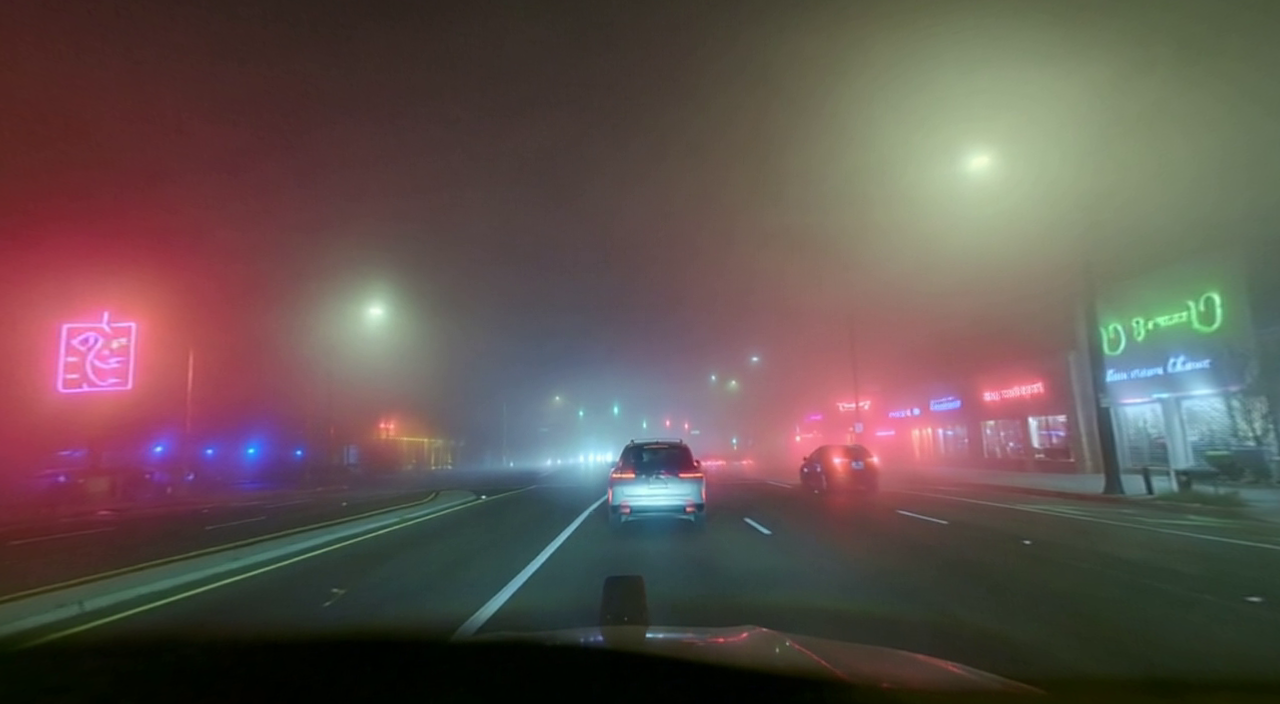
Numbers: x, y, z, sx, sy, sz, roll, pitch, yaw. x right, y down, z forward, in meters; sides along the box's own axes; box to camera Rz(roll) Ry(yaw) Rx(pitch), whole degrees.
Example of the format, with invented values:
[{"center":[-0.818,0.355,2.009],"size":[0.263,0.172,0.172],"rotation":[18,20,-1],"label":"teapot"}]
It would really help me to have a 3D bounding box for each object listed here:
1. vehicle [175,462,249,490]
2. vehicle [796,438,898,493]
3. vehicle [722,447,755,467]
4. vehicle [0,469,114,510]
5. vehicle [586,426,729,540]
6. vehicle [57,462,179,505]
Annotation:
[{"center":[-27.876,8.064,41.176],"size":[1.861,1.578,4.152],"rotation":[0,-8,1],"label":"vehicle"},{"center":[6.739,3.738,21.094],"size":[2.086,1.627,4.294],"rotation":[0,-8,2],"label":"vehicle"},{"center":[7.746,8.313,49.993],"size":[1.900,1.507,4.151],"rotation":[0,-8,0],"label":"vehicle"},{"center":[-28.724,6.749,31.235],"size":[2.018,1.716,4.042],"rotation":[-2,-10,-5],"label":"vehicle"},{"center":[0.240,2.240,11.396],"size":[2.125,1.669,3.880],"rotation":[0,-8,-1],"label":"vehicle"},{"center":[-25.865,6.490,31.500],"size":[2.026,1.808,4.835],"rotation":[0,-9,-2],"label":"vehicle"}]
